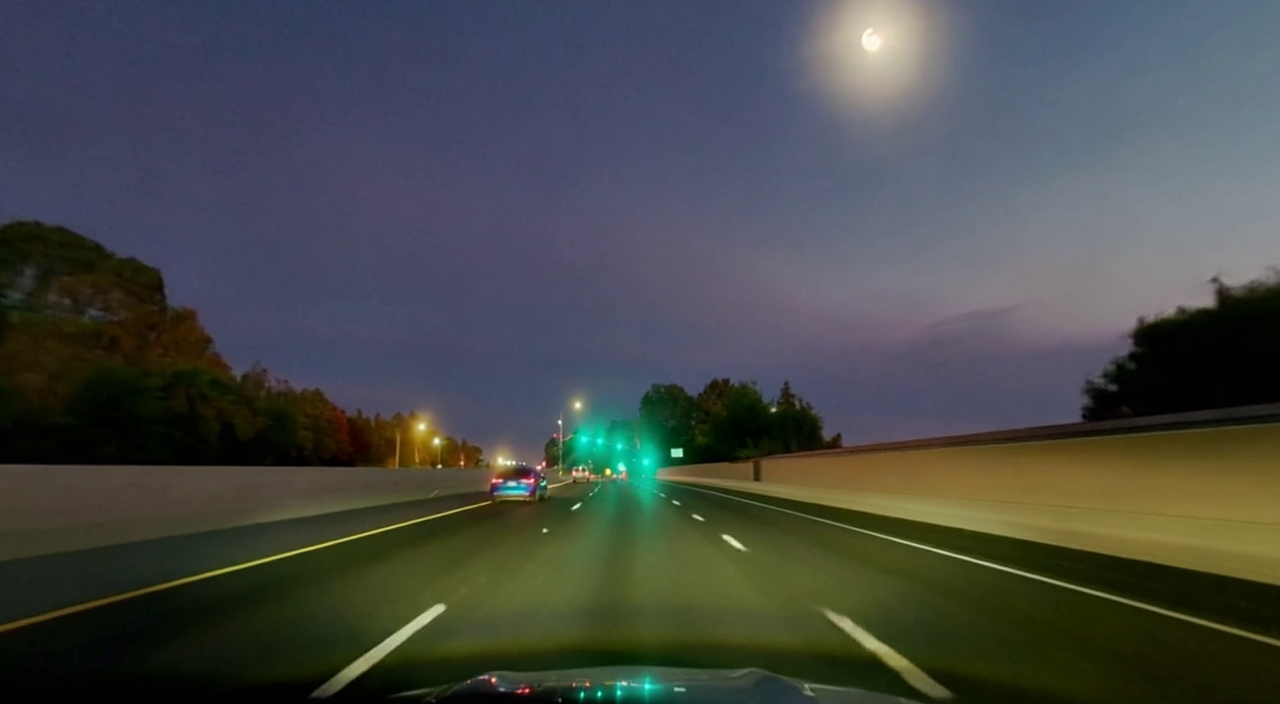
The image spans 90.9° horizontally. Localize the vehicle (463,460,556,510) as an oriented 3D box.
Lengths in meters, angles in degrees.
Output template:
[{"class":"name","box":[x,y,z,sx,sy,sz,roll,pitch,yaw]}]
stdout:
[{"class":"vehicle","box":[-4.519,4.741,22.736,2.328,1.559,5.041,1,-11,-1]}]
